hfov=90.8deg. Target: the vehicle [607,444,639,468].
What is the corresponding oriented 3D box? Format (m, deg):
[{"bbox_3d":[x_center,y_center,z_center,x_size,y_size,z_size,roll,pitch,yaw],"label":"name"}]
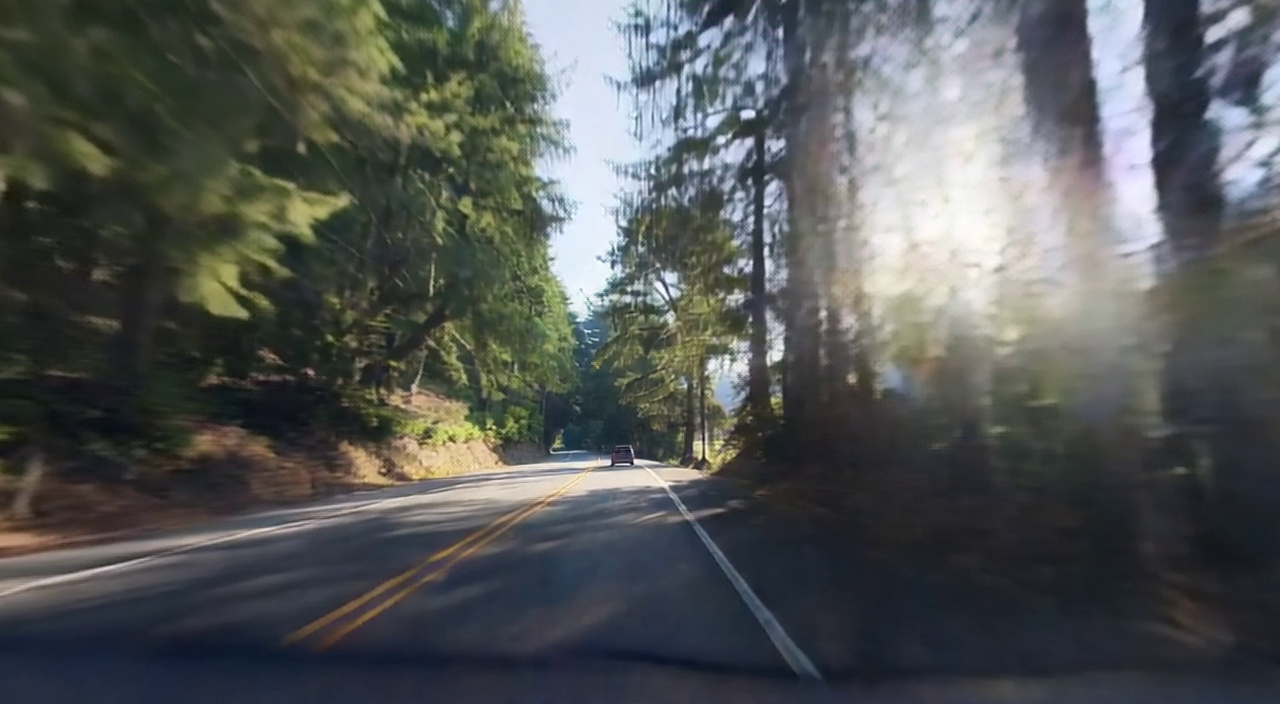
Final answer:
[{"bbox_3d":[-1.136,6.834,41.708,2.042,1.489,3.963,0,-9,-2],"label":"vehicle"}]
